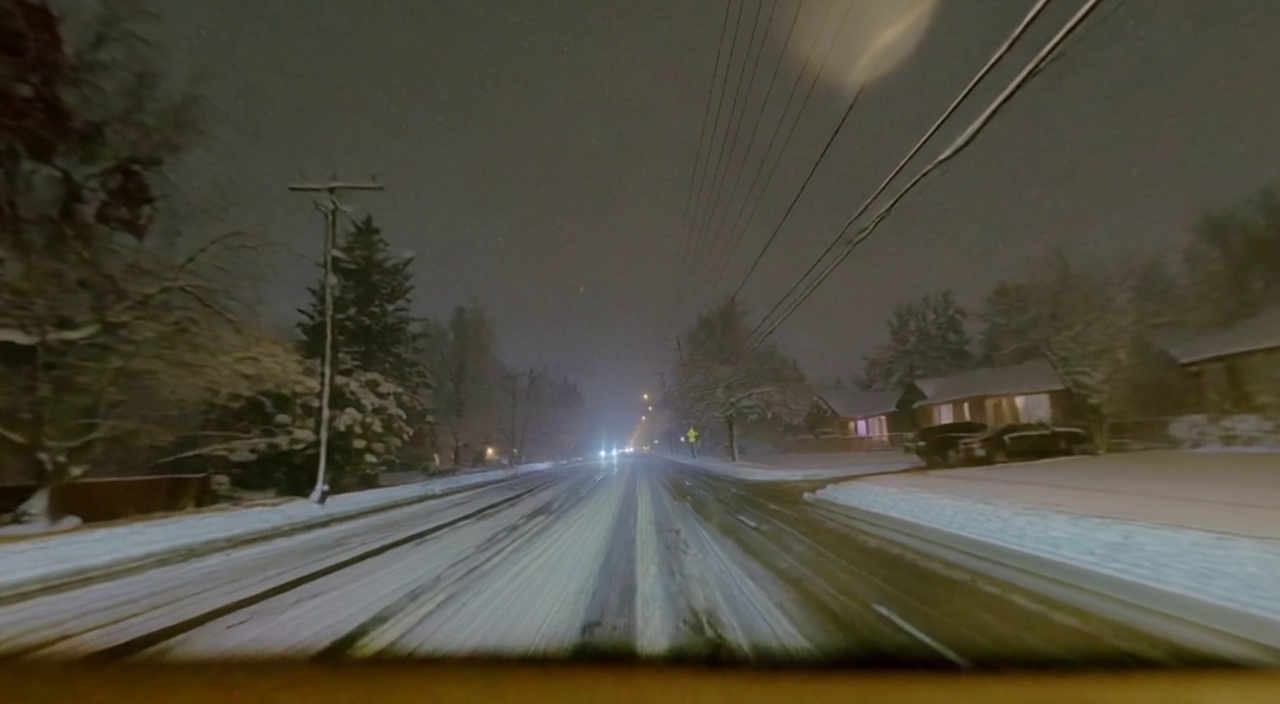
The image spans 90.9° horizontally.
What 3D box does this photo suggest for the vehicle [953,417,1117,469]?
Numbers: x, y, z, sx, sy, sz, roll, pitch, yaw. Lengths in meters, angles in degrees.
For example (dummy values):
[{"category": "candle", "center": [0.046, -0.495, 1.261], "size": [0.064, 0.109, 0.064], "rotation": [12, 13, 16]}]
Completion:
[{"category": "vehicle", "center": [14.078, 3.267, 22.687], "size": [4.512, 1.701, 2.017], "rotation": [-1, -8, -2]}]
